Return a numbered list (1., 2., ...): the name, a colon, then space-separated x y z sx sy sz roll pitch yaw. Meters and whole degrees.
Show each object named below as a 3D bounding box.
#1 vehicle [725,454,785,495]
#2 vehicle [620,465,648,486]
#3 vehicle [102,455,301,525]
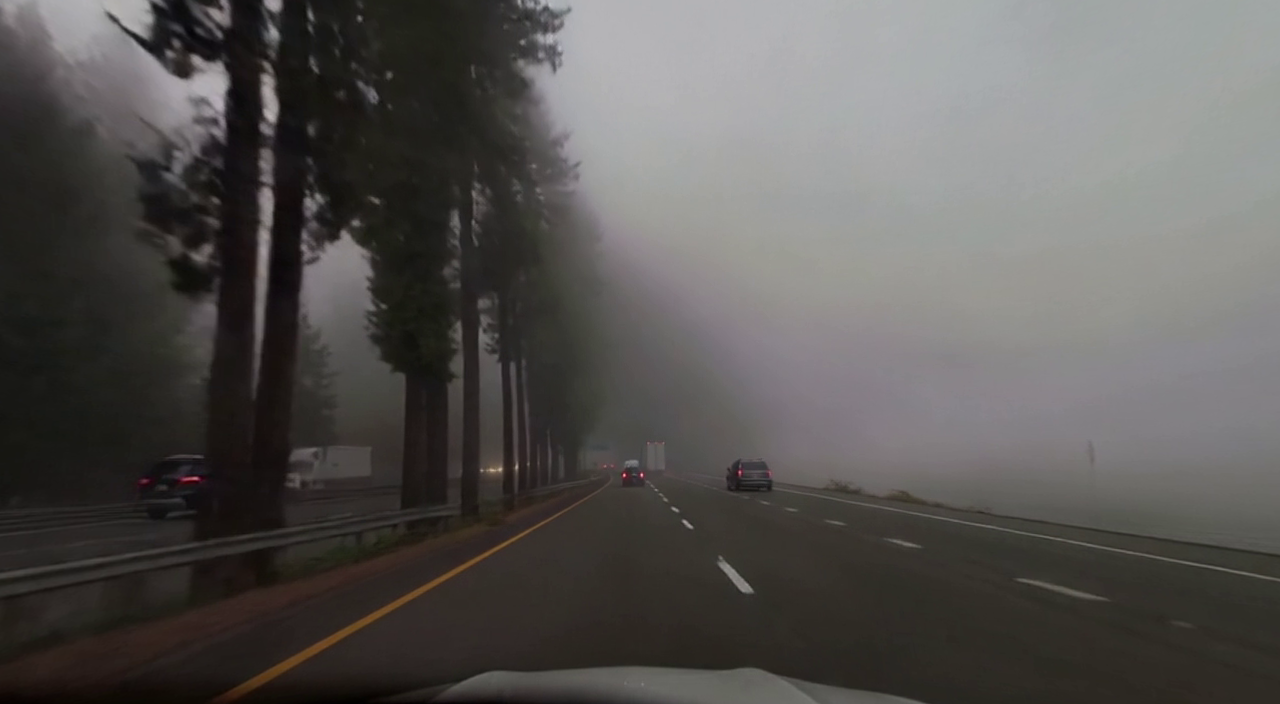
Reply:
1. vehicle: 5.538 5.965 30.870 1.998 1.776 4.663 1 -10 -1
2. vehicle: -0.438 9.244 47.245 1.987 1.467 3.903 1 -10 -1
3. vehicle: -11.805 3.751 17.516 1.952 1.618 4.859 1 -10 1
